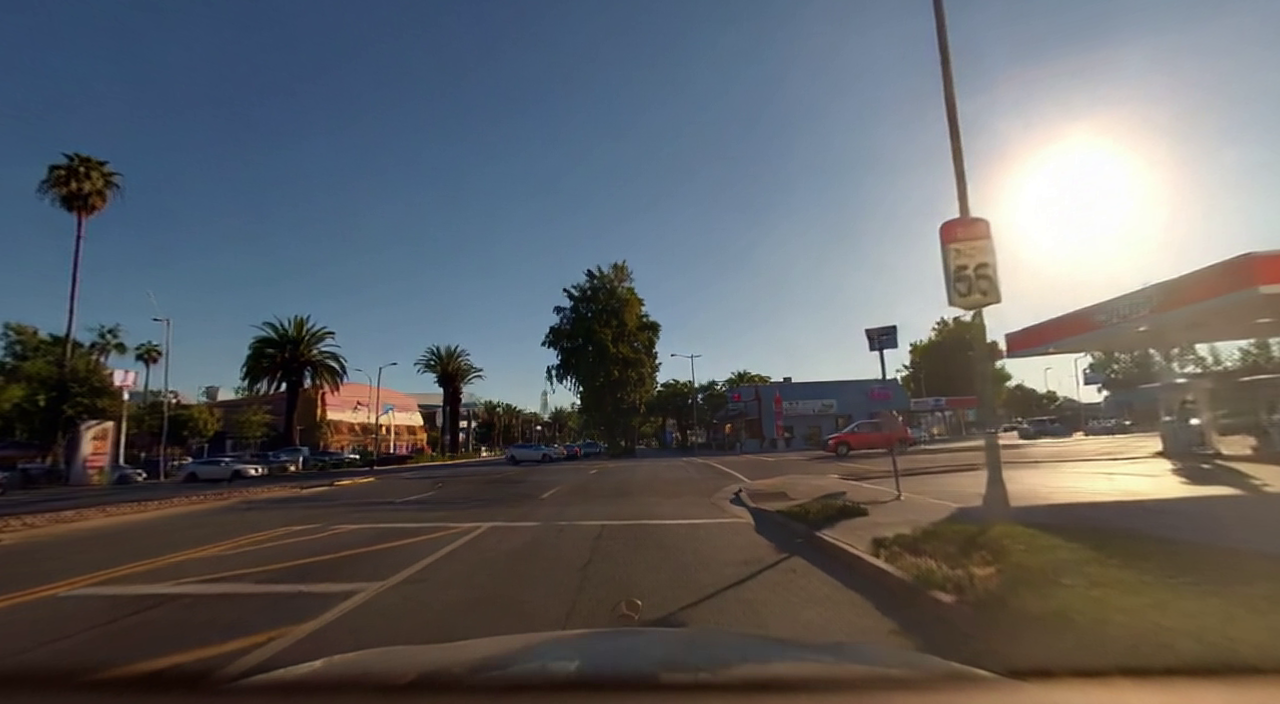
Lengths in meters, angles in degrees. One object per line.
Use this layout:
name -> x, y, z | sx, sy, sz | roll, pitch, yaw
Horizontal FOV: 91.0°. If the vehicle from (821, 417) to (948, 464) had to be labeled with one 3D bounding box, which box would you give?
vehicle -> 10.634, 3.894, 27.690 | 4.640, 1.800, 2.026 | -2, -8, -1
